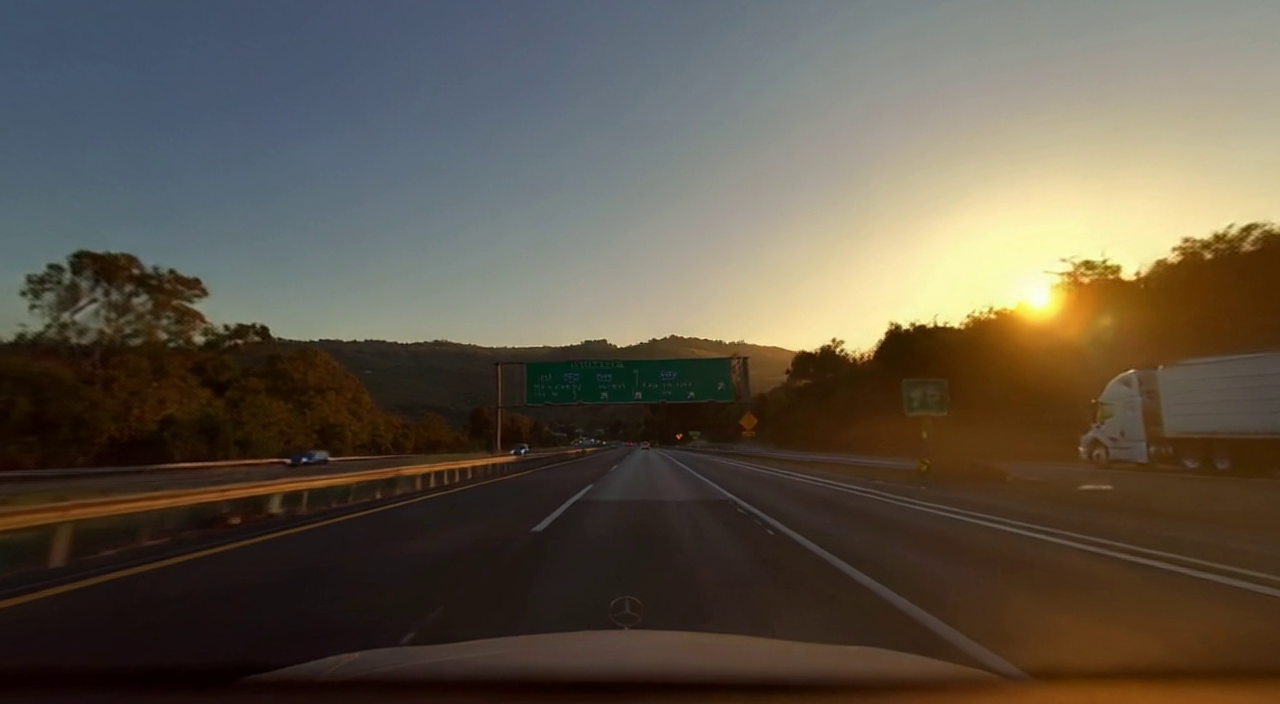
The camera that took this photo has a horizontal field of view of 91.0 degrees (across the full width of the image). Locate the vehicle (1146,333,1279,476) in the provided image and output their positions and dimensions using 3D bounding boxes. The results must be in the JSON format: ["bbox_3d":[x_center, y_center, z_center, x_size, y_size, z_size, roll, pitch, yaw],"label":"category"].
[{"bbox_3d":[20.807,1.022,14.776,2.836,4.027,14.280,3,-9,-19],"label":"vehicle"}]
